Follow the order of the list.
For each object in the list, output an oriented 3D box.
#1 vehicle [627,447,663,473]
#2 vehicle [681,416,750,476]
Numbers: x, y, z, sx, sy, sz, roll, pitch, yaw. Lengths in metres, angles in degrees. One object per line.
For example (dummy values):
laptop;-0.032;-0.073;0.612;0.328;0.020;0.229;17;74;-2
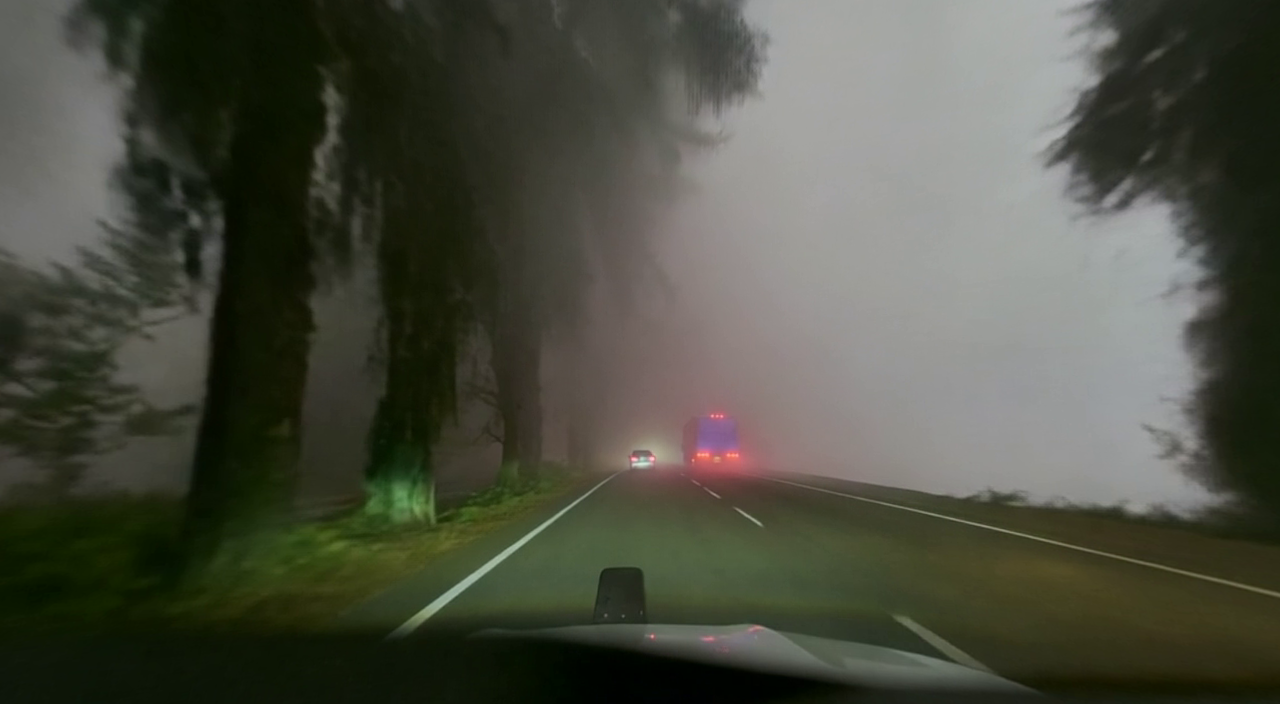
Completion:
vehicle;0.327;6.930;40.486;2.170;1.544;4.373;0;-8;1
vehicle;4.352;5.678;38.071;3.015;3.211;7.982;0;-8;-1
